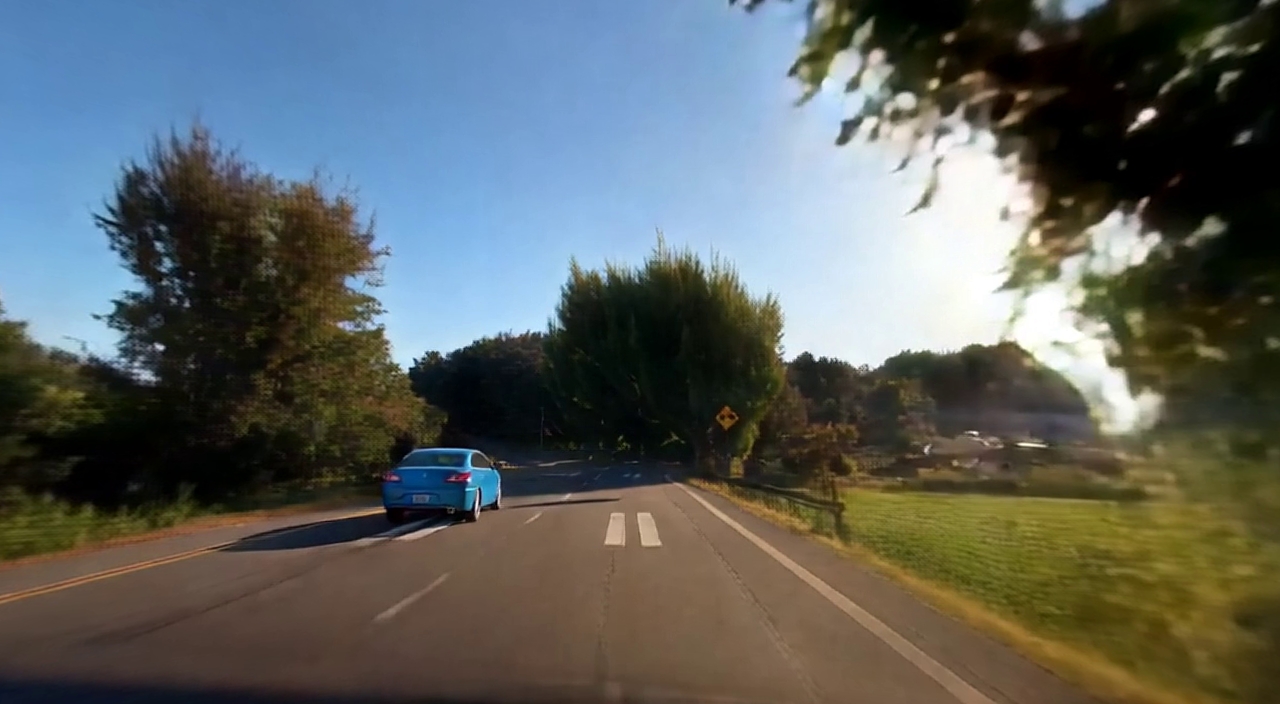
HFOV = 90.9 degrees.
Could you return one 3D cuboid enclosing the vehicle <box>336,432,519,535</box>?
[{"bbox_3d":[-3.747,2.402,12.014,2.078,1.607,3.959,0,-9,0],"label":"vehicle"}]
